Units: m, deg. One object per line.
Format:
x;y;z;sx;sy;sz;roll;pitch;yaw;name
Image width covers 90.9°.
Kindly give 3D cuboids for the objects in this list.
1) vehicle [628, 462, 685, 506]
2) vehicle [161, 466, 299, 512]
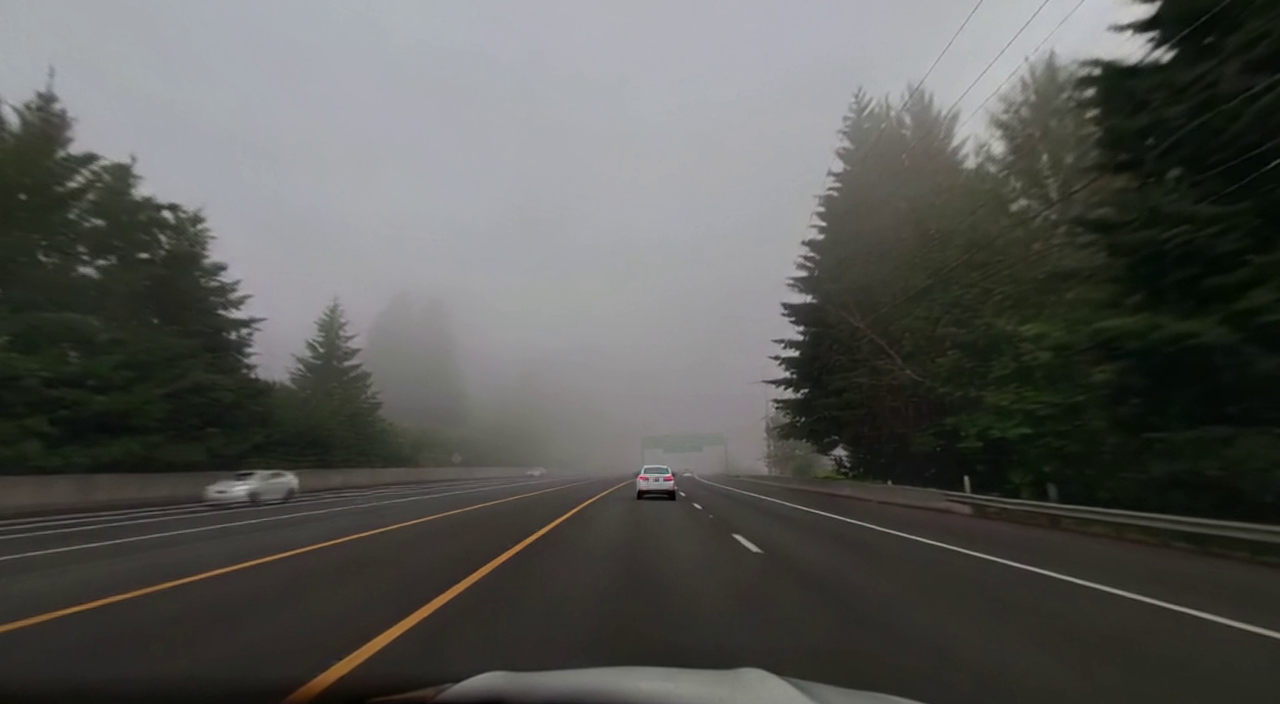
0.592;4.973;24.017;1.987;1.480;3.786;1;-10;1;vehicle
-14.567;4.879;22.745;1.895;1.425;4.524;1;-10;0;vehicle
